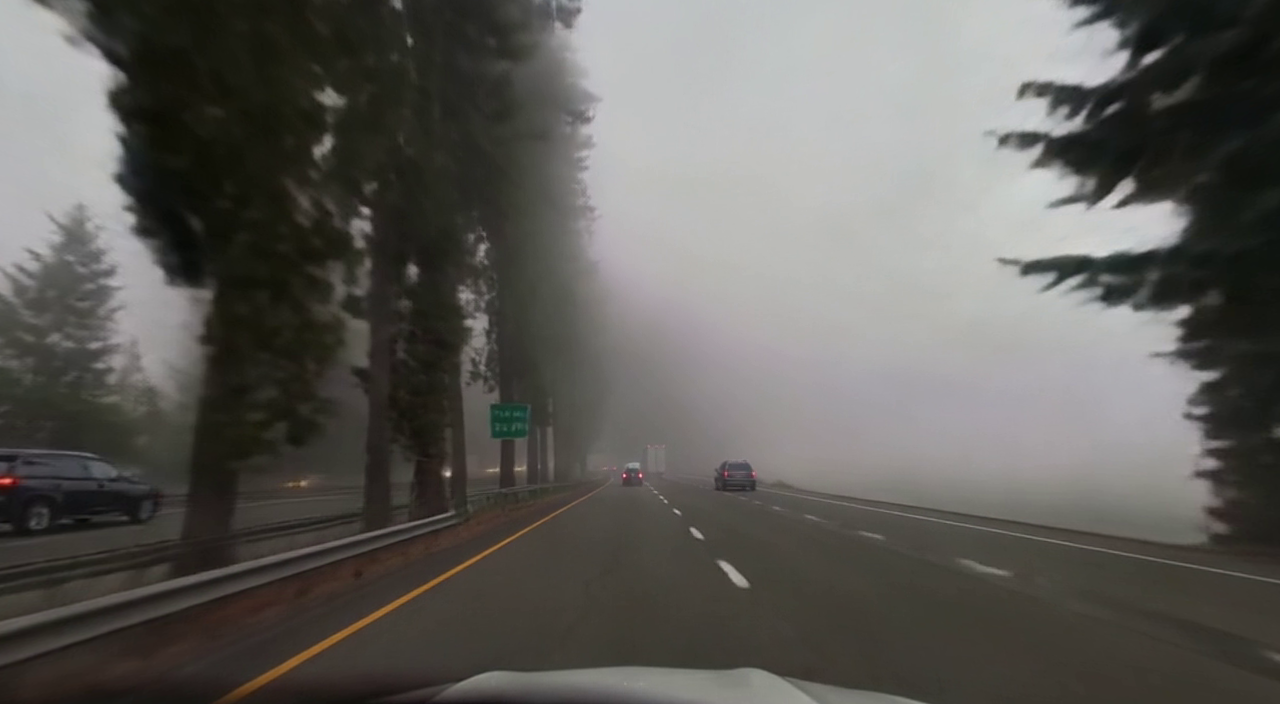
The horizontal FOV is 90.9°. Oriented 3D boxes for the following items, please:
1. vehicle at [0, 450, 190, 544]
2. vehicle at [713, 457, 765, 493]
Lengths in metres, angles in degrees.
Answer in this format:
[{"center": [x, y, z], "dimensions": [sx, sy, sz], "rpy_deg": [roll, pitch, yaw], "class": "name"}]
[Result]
[{"center": [-12.144, 2.890, 13.037], "dimensions": [1.952, 1.618, 4.859], "rpy_deg": [1, -10, 1], "class": "vehicle"}, {"center": [5.302, 6.650, 34.259], "dimensions": [1.998, 1.776, 4.663], "rpy_deg": [1, -10, -1], "class": "vehicle"}]
